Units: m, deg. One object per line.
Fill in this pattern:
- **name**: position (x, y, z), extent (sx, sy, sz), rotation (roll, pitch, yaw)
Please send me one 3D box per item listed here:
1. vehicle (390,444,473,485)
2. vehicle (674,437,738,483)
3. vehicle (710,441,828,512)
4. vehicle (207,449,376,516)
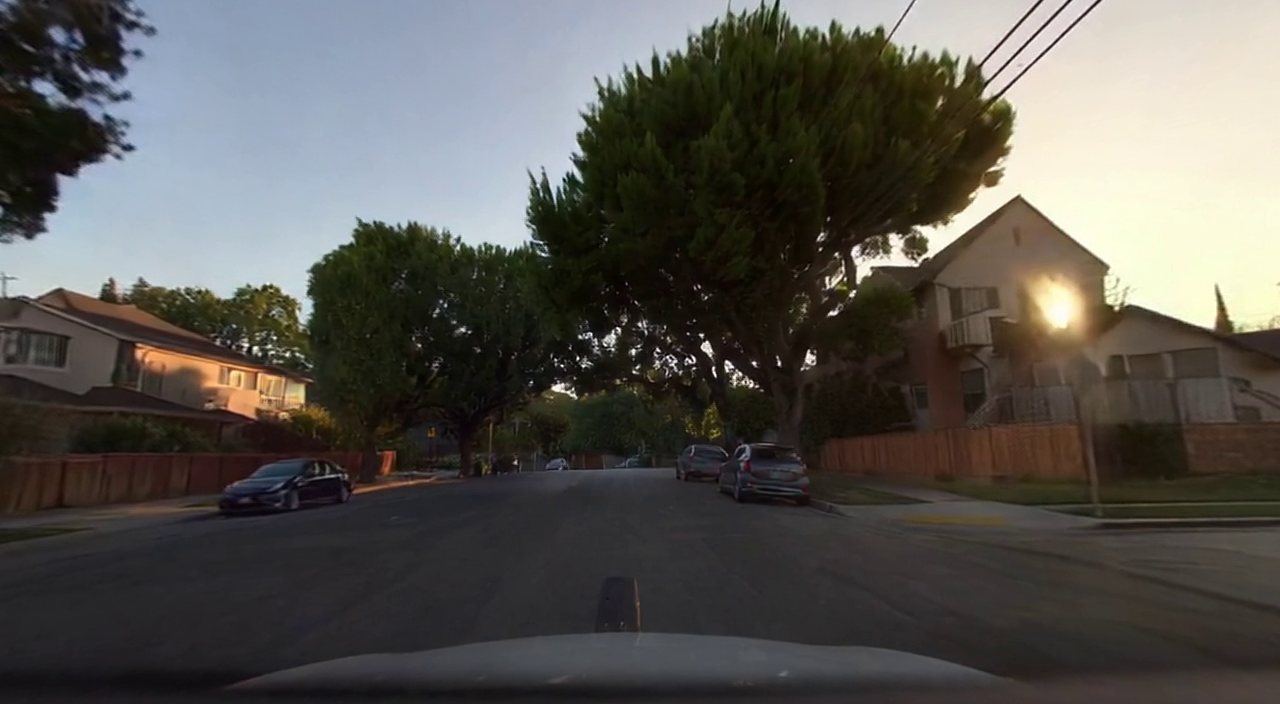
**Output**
- **vehicle**: position (-8.945, 4.838, 27.509), extent (2.027, 1.584, 4.476), rotation (0, -9, 1)
- **vehicle**: position (2.930, 4.939, 29.295), extent (2.225, 1.911, 5.322), rotation (0, -9, -2)
- **vehicle**: position (3.075, 3.060, 16.036), extent (1.927, 1.529, 4.144), rotation (0, -9, -3)
- **vehicle**: position (-8.644, 3.230, 16.227), extent (1.937, 1.427, 4.510), rotation (0, -9, -3)
